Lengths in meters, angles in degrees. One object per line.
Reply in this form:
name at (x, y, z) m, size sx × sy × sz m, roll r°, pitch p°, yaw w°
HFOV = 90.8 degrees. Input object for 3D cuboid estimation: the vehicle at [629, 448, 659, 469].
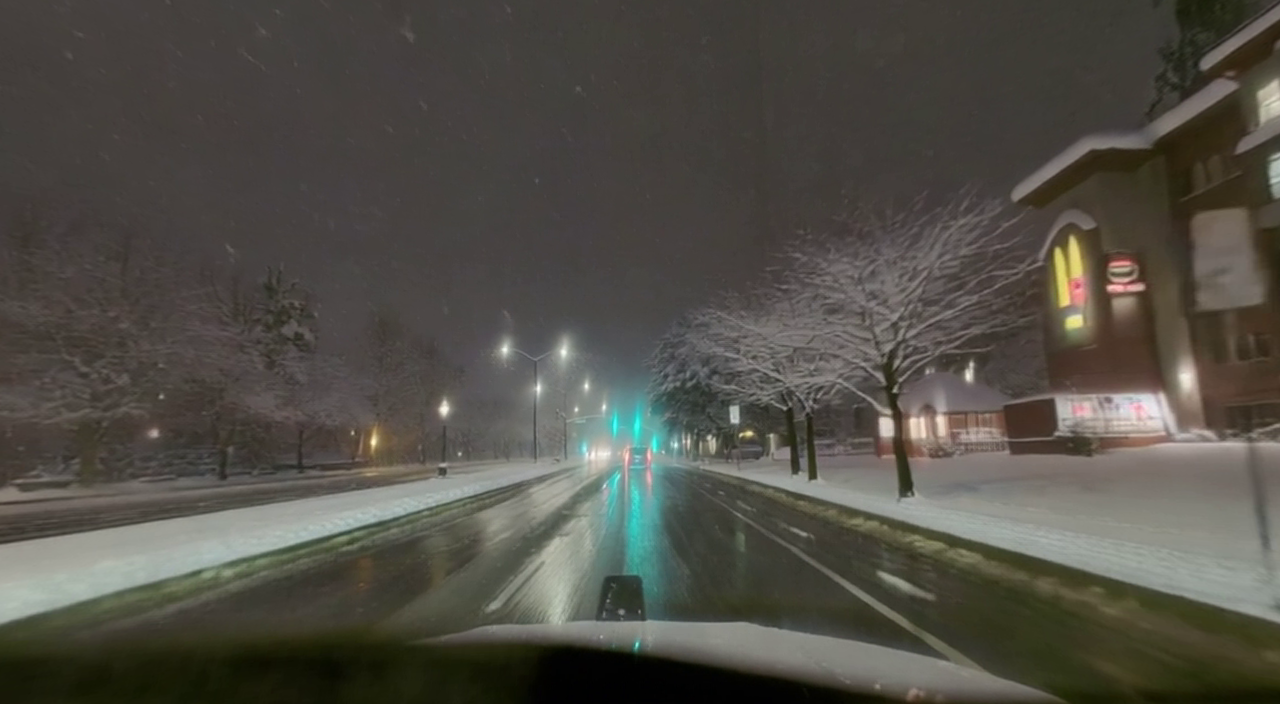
vehicle at (0.263, 7.798, 46.329) m, size 2.115 × 1.461 × 3.976 m, roll 0°, pitch -9°, yaw -1°
